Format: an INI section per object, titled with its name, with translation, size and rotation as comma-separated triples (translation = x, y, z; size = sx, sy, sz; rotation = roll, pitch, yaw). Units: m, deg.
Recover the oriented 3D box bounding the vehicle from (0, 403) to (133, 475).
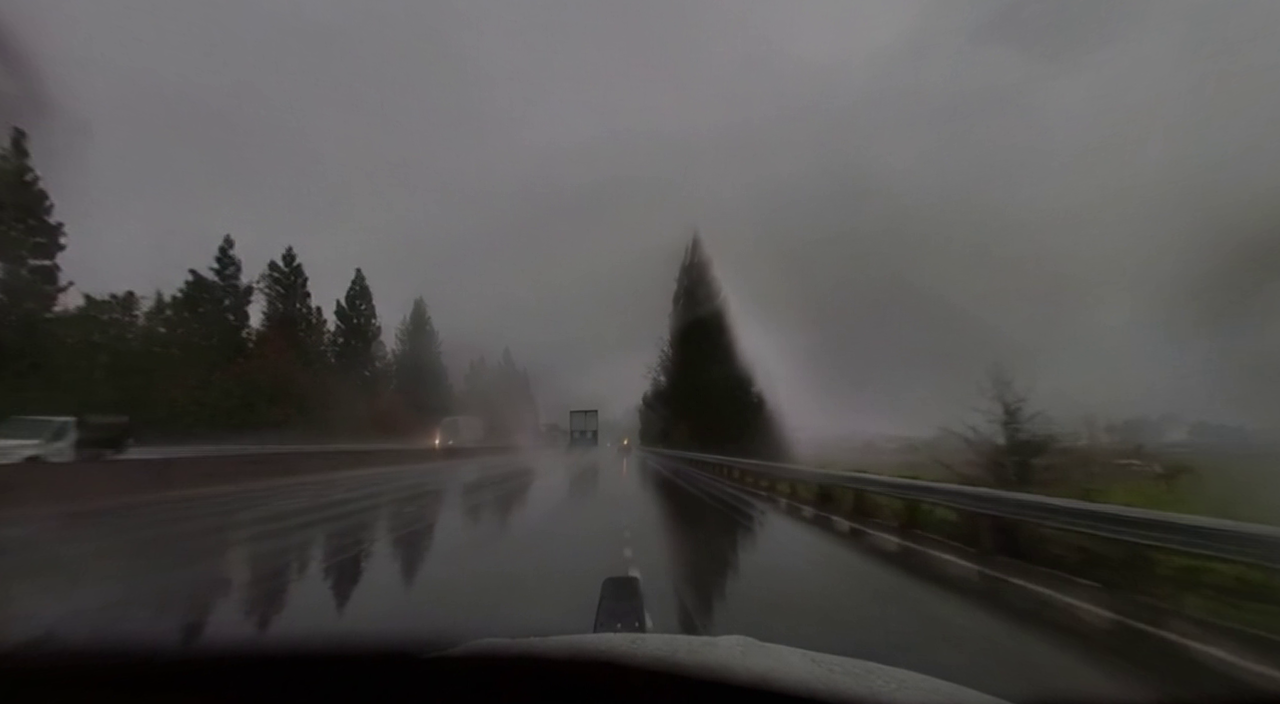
[vehicle]
translation = -22.202, 3.210, 23.179
size = 2.136, 2.320, 5.993
rotation = 1, -9, -1
